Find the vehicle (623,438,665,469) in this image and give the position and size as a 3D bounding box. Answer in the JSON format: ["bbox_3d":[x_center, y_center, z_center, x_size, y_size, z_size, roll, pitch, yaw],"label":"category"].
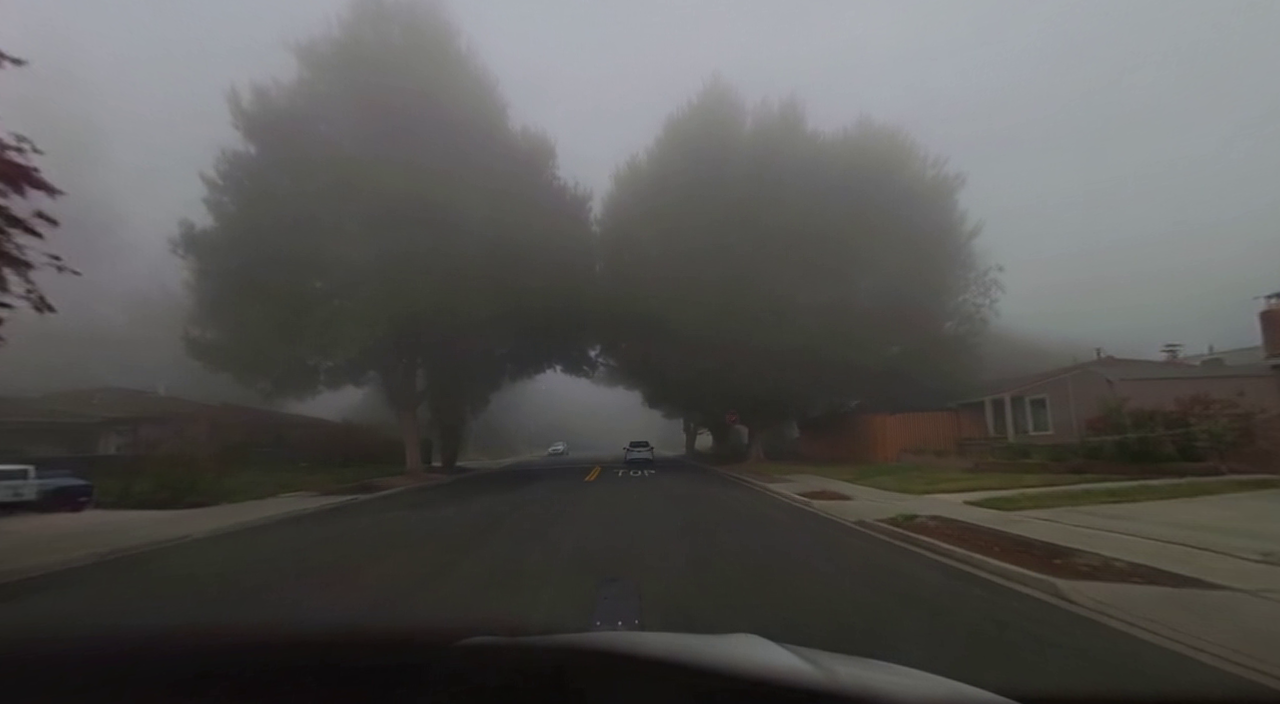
[{"bbox_3d":[0.177,5.296,32.997,2.043,1.484,4.340,0,-8,0],"label":"vehicle"}]

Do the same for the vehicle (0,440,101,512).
[{"bbox_3d":[-16.709,3.026,15.560,4.783,1.652,1.977,0,-9,-3],"label":"vehicle"}]
